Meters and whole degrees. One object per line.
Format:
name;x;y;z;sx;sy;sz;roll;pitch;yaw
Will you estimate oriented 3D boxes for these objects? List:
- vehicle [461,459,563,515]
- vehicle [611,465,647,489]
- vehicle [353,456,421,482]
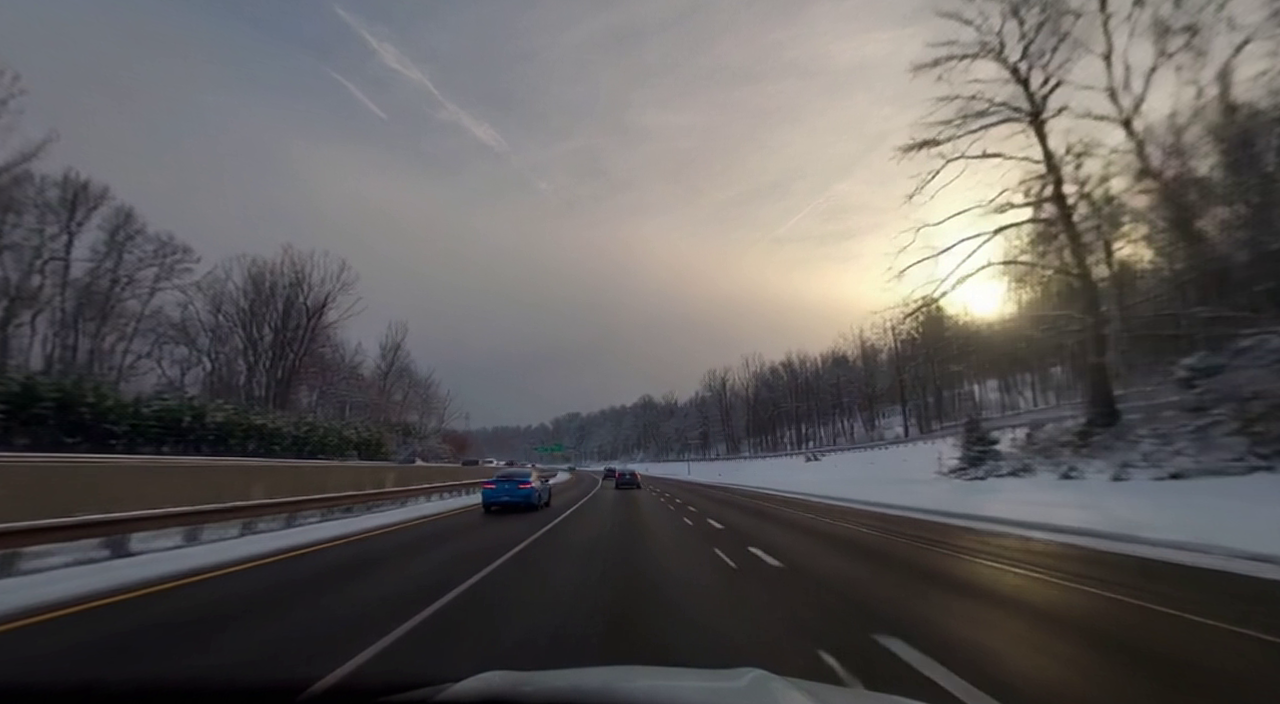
vehicle;-3.920;4.286;20.294;2.310;1.521;4.731;1;-11;-1
vehicle;-0.751;8.803;44.410;2.363;1.526;4.687;1;-11;-1
vehicle;-16.066;7.493;40.334;2.344;1.480;5.004;1;-11;-1
